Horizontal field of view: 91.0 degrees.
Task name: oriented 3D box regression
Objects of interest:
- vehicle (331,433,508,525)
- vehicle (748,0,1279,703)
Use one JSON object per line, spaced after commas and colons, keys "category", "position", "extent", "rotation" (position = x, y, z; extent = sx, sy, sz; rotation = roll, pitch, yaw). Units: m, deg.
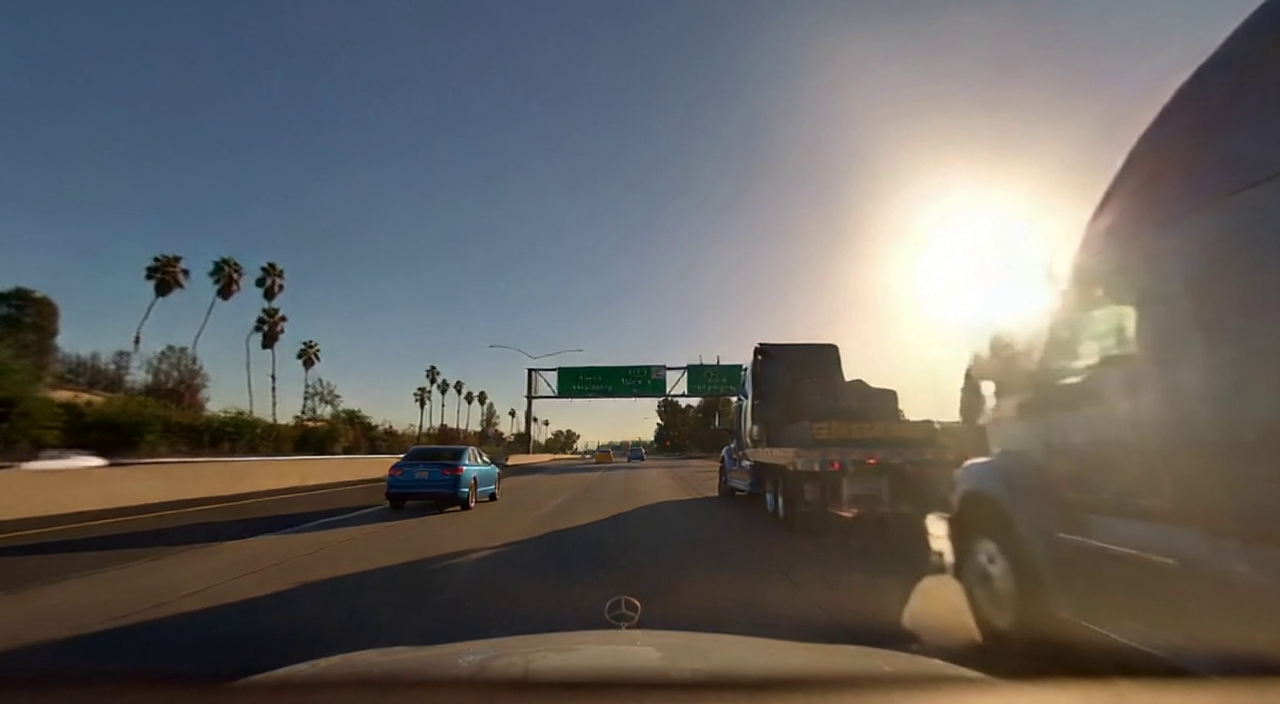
{"category": "vehicle", "position": [-4.187, 2.470, 12.820], "extent": [2.120, 1.537, 4.139], "rotation": [0, -8, -1]}
{"category": "vehicle", "position": [3.587, -0.215, 3.507], "extent": [2.891, 4.123, 16.415], "rotation": [0, -8, -1]}
